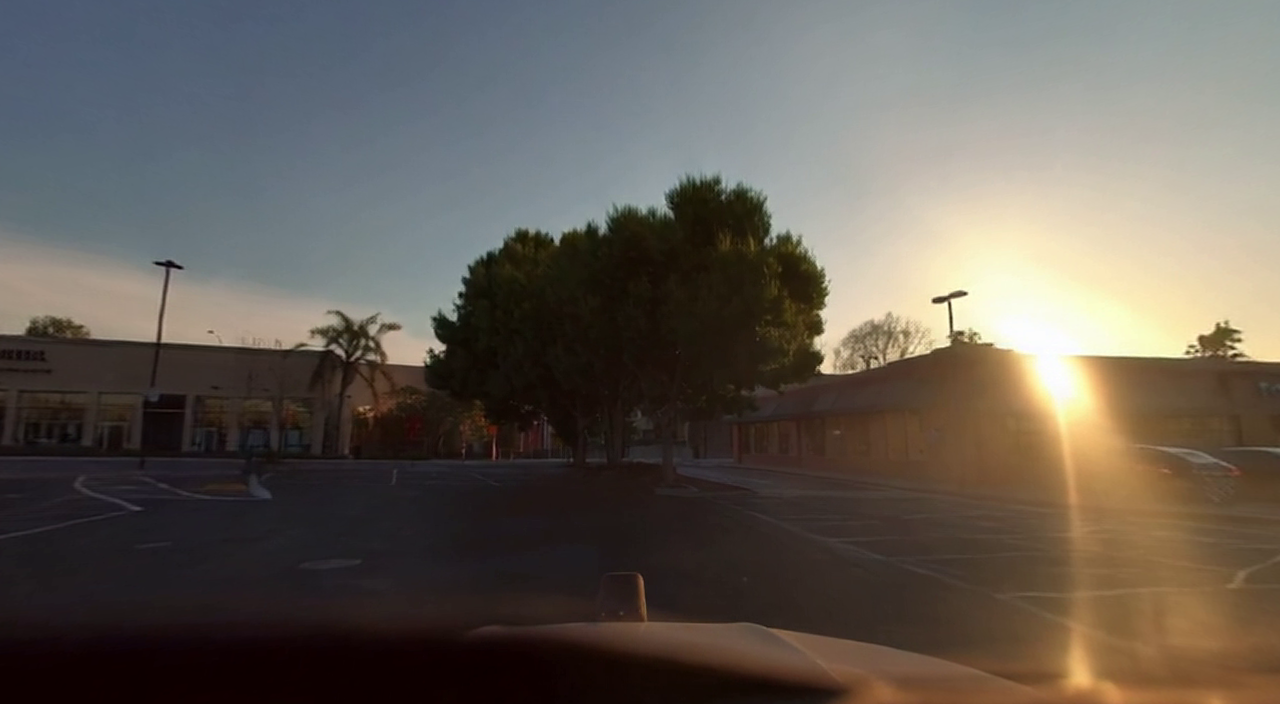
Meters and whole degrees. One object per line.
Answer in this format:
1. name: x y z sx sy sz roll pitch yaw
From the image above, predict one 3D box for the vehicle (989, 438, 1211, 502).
1. vehicle: 12.352 3.155 17.521 2.140 1.507 4.856 1 -8 -7
